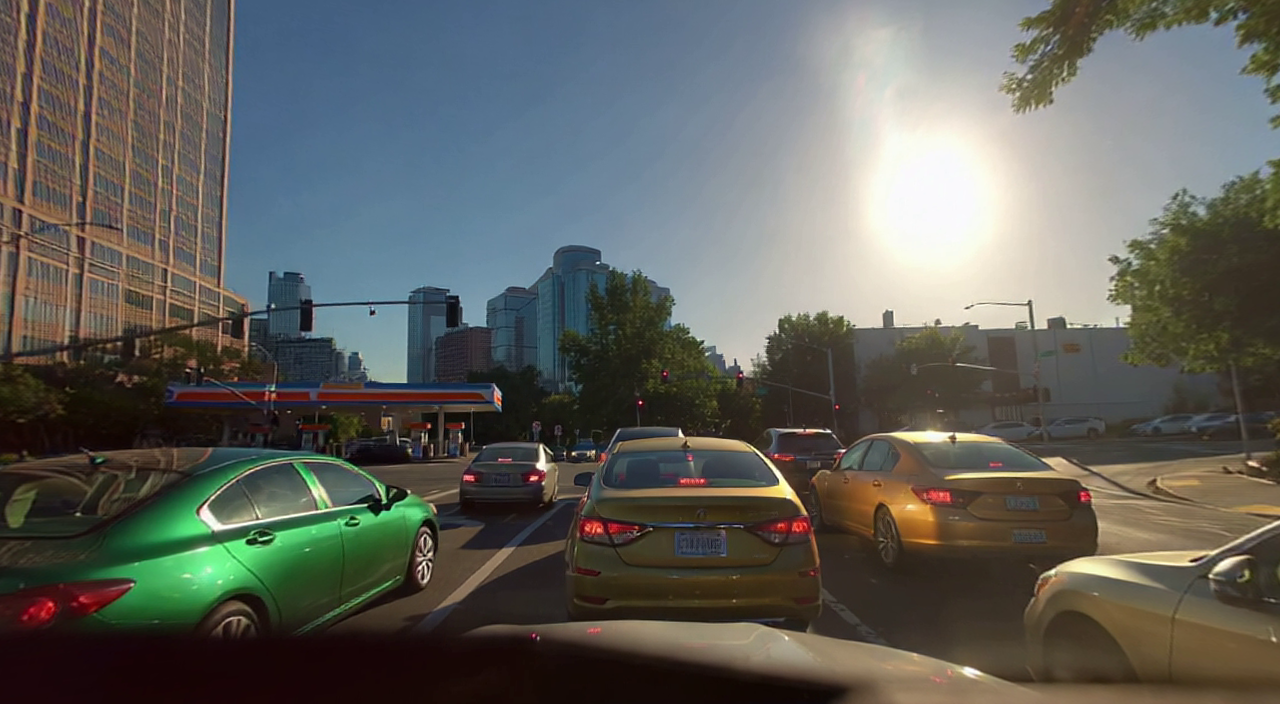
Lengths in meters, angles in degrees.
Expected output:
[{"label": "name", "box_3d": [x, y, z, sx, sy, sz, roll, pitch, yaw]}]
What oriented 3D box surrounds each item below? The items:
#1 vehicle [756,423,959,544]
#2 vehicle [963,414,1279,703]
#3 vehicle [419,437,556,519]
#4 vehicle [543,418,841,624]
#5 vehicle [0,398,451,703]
[{"label": "vehicle", "box_3d": [3.383, 2.125, 10.780, 1.947, 1.630, 4.127, 0, -9, 0]}, {"label": "vehicle", "box_3d": [4.169, 1.136, 3.630, 1.950, 1.497, 4.686, 0, -9, -3]}, {"label": "vehicle", "box_3d": [-3.076, 2.638, 13.687, 1.867, 1.474, 4.237, 0, -9, 1]}, {"label": "vehicle", "box_3d": [0.334, 1.583, 6.924, 2.220, 1.507, 4.317, 0, -9, -2]}, {"label": "vehicle", "box_3d": [-3.012, 1.250, 4.601, 1.887, 1.493, 4.255, 0, -9, 1]}]
